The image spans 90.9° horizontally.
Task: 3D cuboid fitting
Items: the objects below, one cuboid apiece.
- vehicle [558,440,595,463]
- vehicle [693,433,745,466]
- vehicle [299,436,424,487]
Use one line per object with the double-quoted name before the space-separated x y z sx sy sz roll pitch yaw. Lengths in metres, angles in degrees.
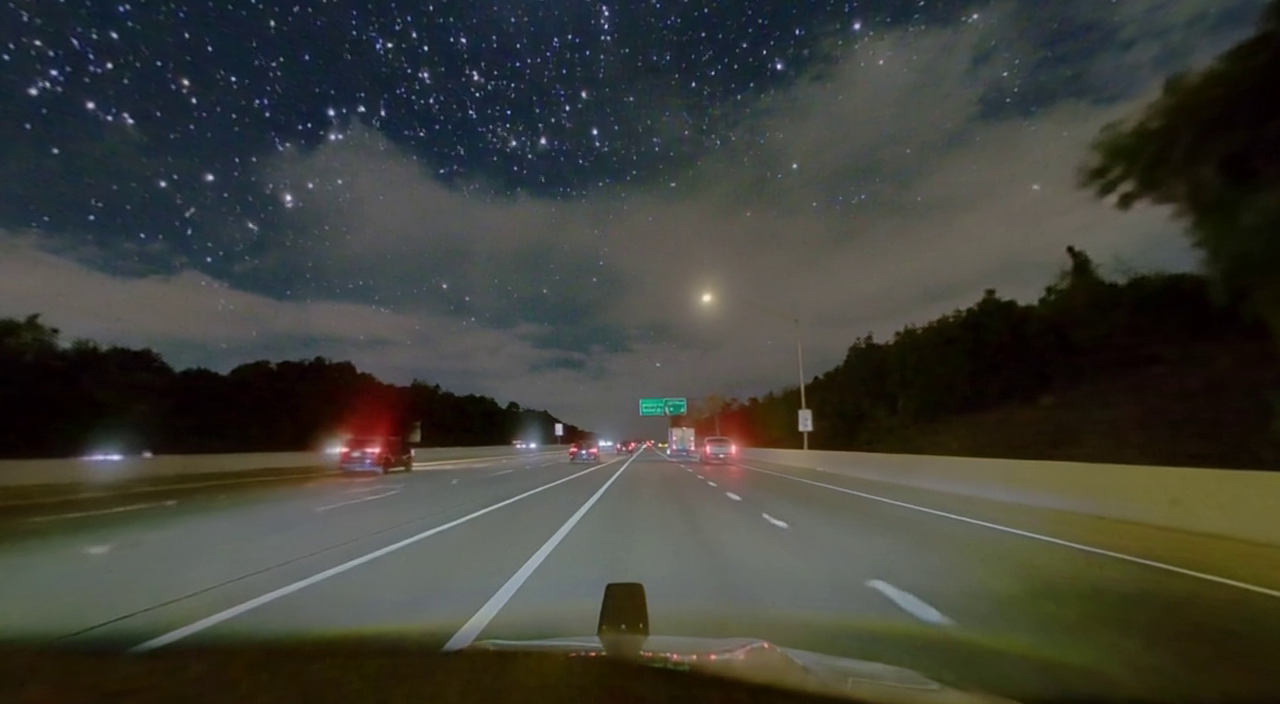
"vehicle" -4.282 6.795 43.094 1.981 1.473 4.317 0 -8 2
"vehicle" 4.906 6.196 40.348 2.355 1.930 6.633 0 -8 -1
"vehicle" -8.975 3.551 20.840 1.899 1.465 4.589 0 -8 2
